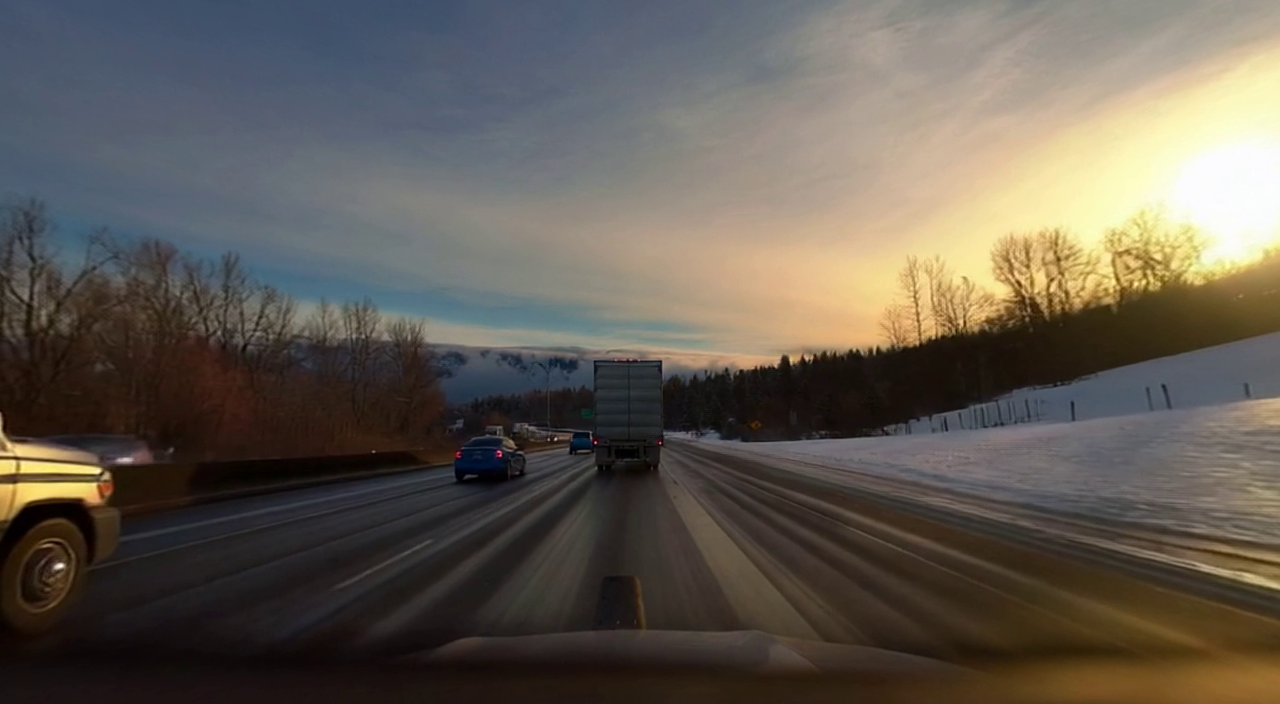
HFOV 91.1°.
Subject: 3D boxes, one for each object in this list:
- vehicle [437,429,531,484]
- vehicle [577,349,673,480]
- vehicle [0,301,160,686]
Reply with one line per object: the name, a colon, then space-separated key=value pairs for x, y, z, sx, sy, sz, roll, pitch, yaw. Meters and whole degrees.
vehicle: x=-4.845 y=3.298 z=20.248 sx=1.931 sy=1.539 sz=4.441 roll=0 pitch=-8 yaw=-1
vehicle: x=-0.508 y=2.588 z=24.520 sx=2.953 sy=4.041 sz=10.072 roll=0 pitch=-8 yaw=-1
vehicle: x=-4.382 y=0.534 z=1.768 sx=2.168 sy=1.985 sz=4.952 roll=0 pitch=-8 yaw=-1
